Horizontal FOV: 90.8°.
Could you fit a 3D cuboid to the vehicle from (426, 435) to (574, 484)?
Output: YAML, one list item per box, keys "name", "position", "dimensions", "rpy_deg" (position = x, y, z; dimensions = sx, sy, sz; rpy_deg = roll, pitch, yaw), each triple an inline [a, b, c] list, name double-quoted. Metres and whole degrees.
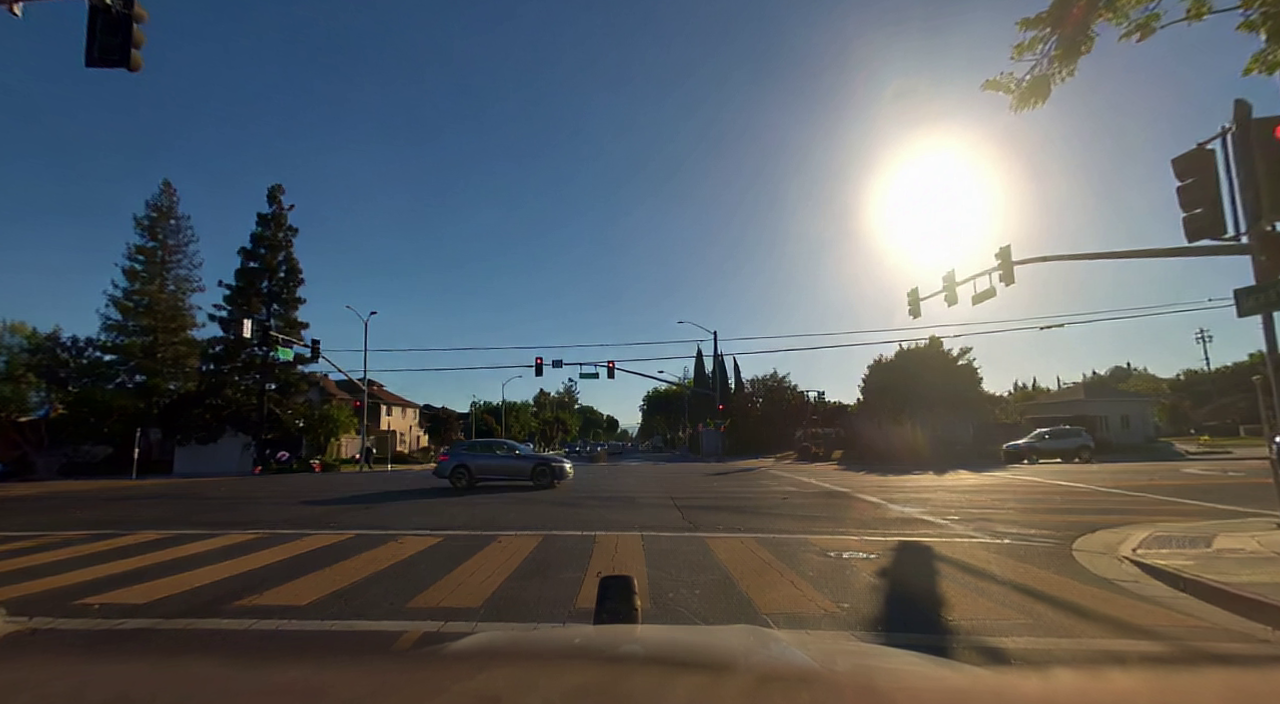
- name: "vehicle"
  position: [-4.848, 3.784, 22.331]
  dimensions: [4.734, 1.585, 1.940]
  rpy_deg: [-1, -8, 5]
